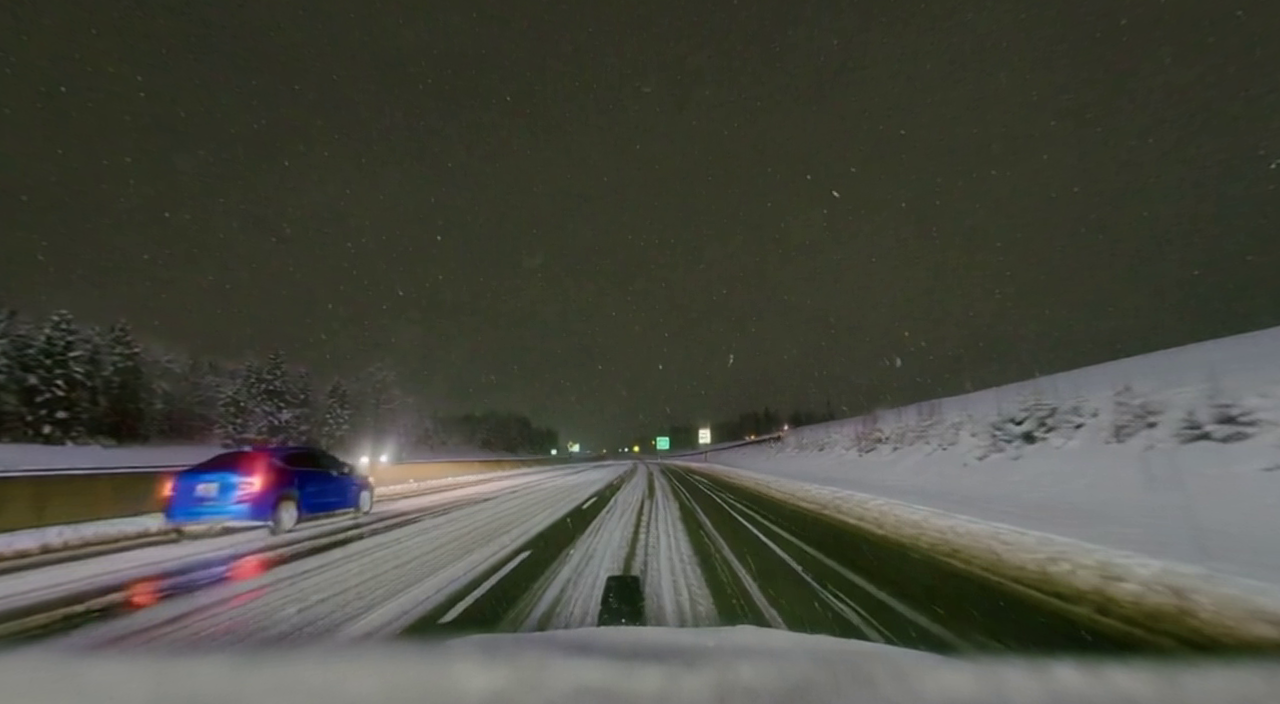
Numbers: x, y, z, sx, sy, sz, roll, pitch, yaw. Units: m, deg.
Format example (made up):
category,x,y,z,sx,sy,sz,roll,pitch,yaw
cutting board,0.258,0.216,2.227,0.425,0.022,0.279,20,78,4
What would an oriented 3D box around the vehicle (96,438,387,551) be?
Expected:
category,x,y,z,sx,sy,sz,roll,pitch,yaw
vehicle,-6.625,2.393,11.318,2.172,1.587,4.518,-1,-9,2
